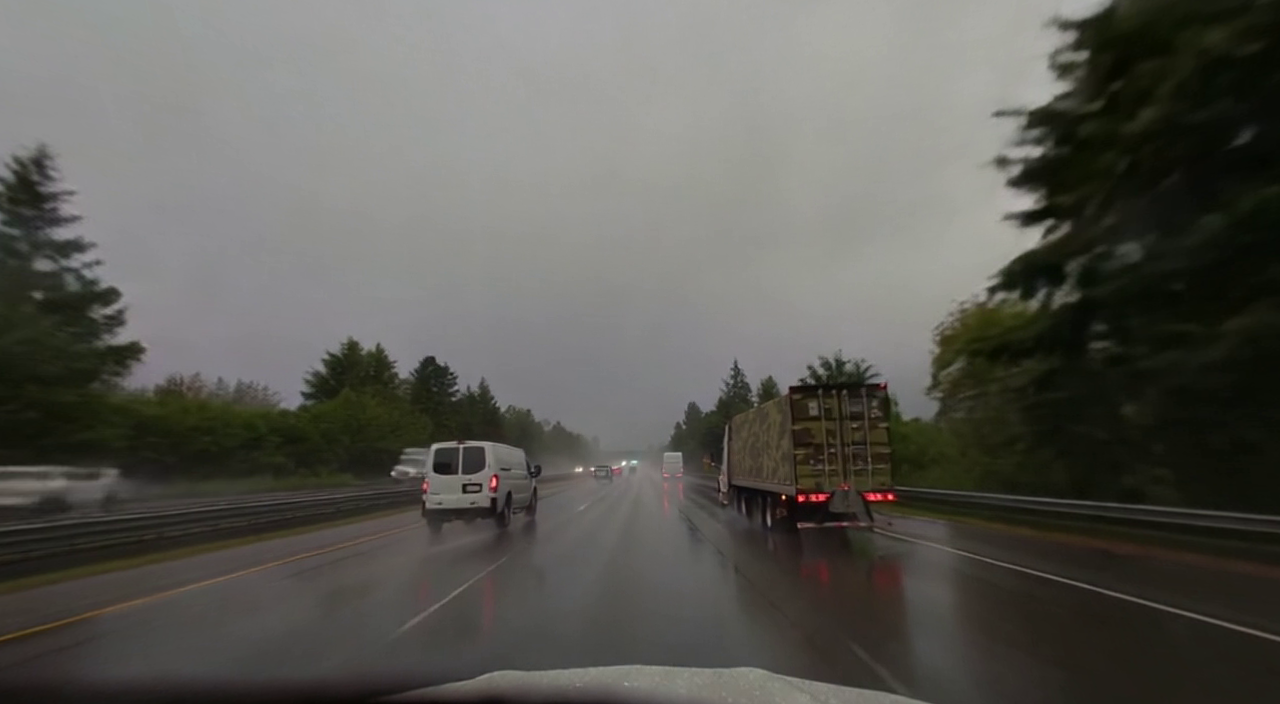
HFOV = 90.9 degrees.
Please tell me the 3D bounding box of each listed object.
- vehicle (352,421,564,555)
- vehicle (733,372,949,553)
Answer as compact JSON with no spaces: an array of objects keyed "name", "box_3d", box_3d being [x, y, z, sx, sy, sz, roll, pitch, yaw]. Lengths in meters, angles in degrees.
[{"name":"vehicle","box_3d":[-3.007,2.476,11.942,2.378,1.930,5.086,1,-10,1]},{"name":"vehicle","box_3d":[3.744,2.307,13.192,2.703,2.988,5.097,1,-10,-1]}]
